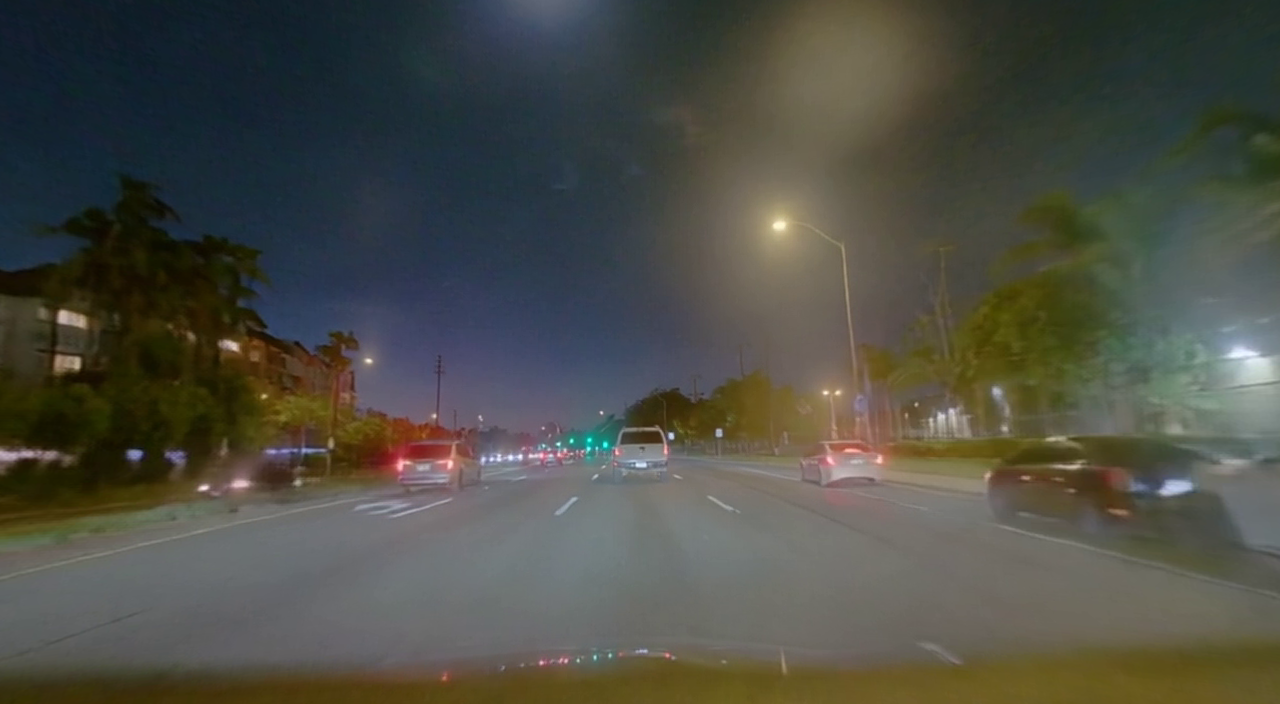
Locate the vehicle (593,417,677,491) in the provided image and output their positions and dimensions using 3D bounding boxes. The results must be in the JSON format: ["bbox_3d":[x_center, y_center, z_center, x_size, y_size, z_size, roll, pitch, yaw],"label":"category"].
[{"bbox_3d":[-0.350,3.487,21.780,2.507,2.161,6.049,1,-9,-4],"label":"vehicle"}]

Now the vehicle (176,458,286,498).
[{"bbox_3d":[-17.913,5.508,27.811,1.994,1.524,4.698,1,-9,-4],"label":"vehicle"}]

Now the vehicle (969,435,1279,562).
[{"bbox_3d":[7.071,1.993,9.439,1.871,1.434,4.437,0,-8,0],"label":"vehicle"}]

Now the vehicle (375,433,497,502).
[{"bbox_3d":[-5.578,3.226,17.945,2.235,1.682,4.662,1,-9,-4],"label":"vehicle"}]

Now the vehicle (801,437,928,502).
[{"bbox_3d":[5.571,2.957,16.330,2.178,1.411,4.732,-1,-9,8],"label":"vehicle"}]
